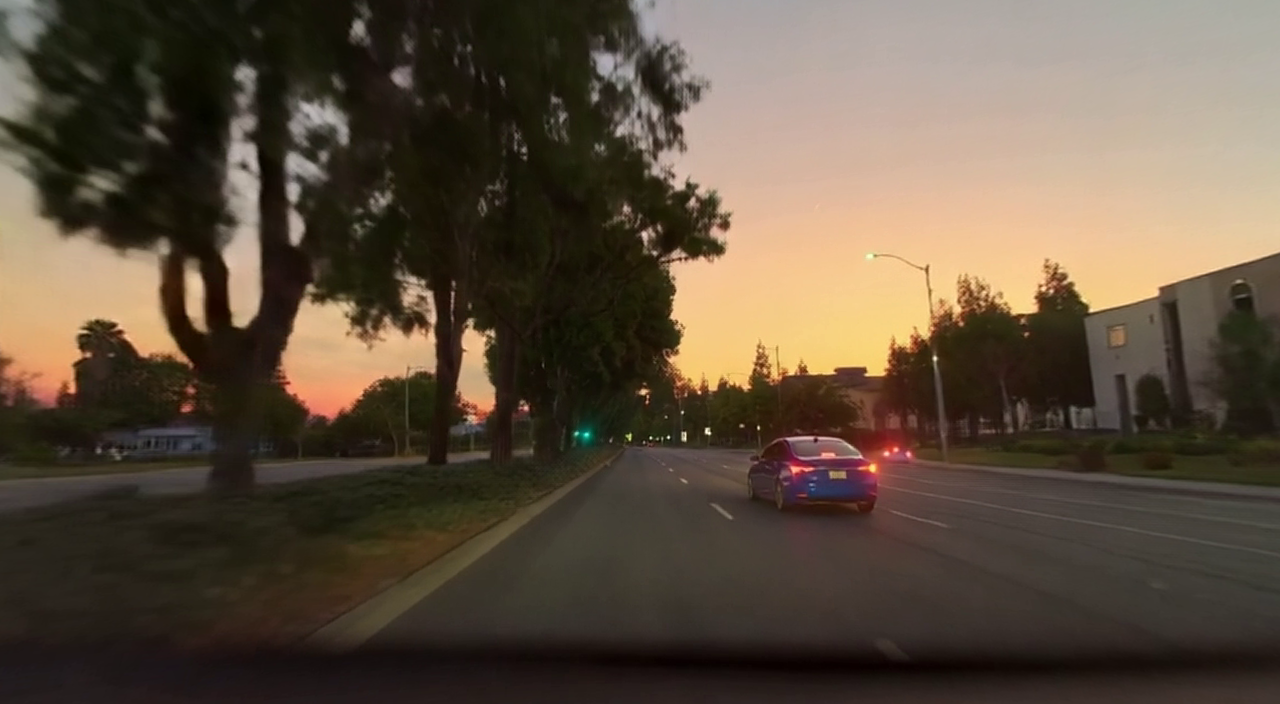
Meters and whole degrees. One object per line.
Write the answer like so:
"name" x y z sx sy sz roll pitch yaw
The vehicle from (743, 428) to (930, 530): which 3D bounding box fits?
"vehicle" 3.233 2.171 11.435 1.950 1.473 4.259 0 -8 -1
